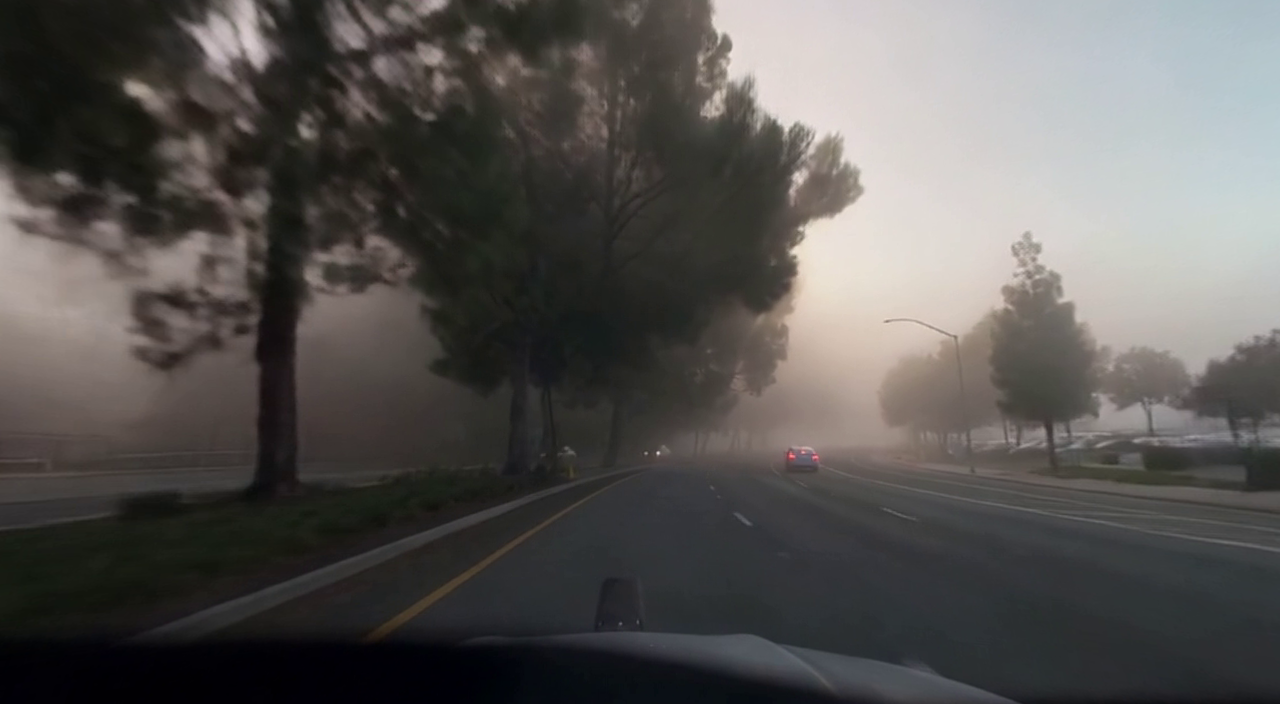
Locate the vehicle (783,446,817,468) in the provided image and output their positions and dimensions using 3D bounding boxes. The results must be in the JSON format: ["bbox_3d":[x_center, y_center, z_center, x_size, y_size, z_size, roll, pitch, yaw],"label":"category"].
[{"bbox_3d":[11.350,7.458,45.072,1.988,1.460,3.996,-2,-9,9],"label":"vehicle"}]
